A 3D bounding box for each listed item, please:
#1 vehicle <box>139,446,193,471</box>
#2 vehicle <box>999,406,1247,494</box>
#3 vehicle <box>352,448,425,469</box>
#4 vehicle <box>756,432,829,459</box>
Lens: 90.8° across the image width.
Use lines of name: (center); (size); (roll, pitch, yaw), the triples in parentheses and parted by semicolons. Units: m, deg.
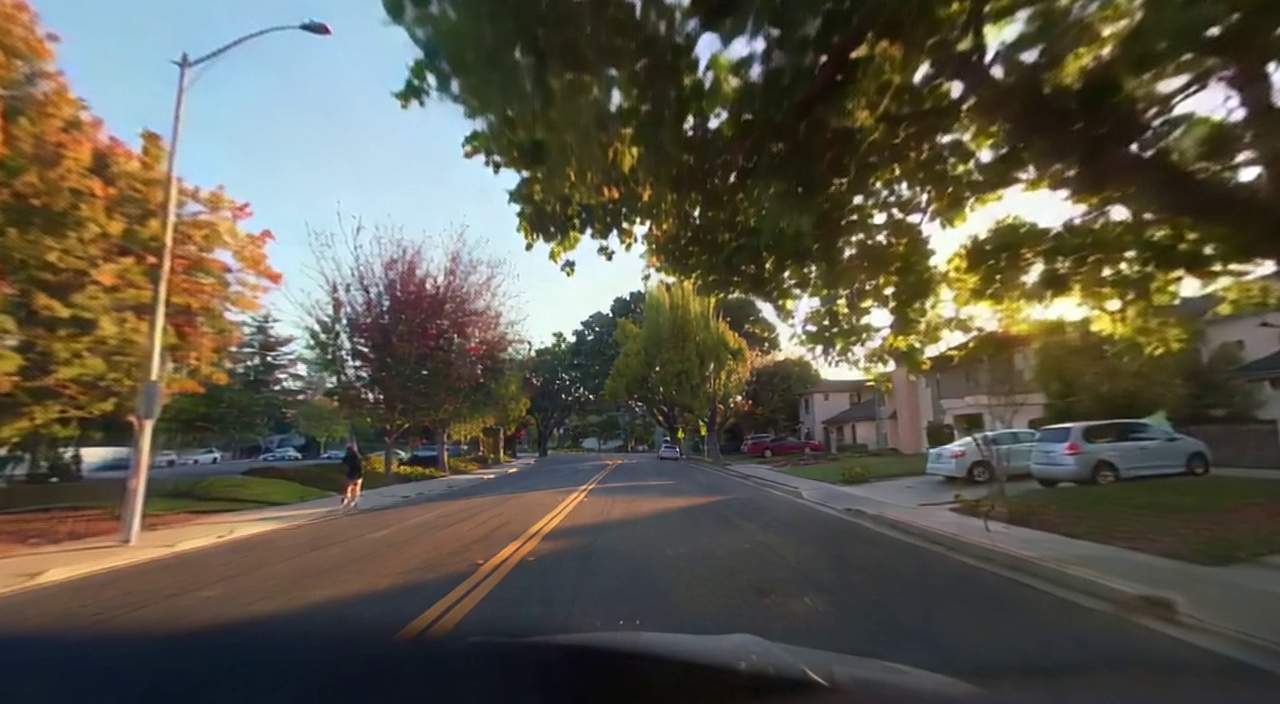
vehicle: (-35.854, 8.093, 47.691); (4.938, 1.720, 1.926); (-9, -14, 39)
vehicle: (10.579, 2.159, 14.077); (3.933, 1.645, 1.832); (-2, -8, -2)
vehicle: (-19.181, 8.126, 48.312); (4.691, 1.483, 1.955); (8, -12, -44)
vehicle: (11.078, 6.821, 45.997); (4.750, 1.658, 1.902); (-2, -10, 0)
